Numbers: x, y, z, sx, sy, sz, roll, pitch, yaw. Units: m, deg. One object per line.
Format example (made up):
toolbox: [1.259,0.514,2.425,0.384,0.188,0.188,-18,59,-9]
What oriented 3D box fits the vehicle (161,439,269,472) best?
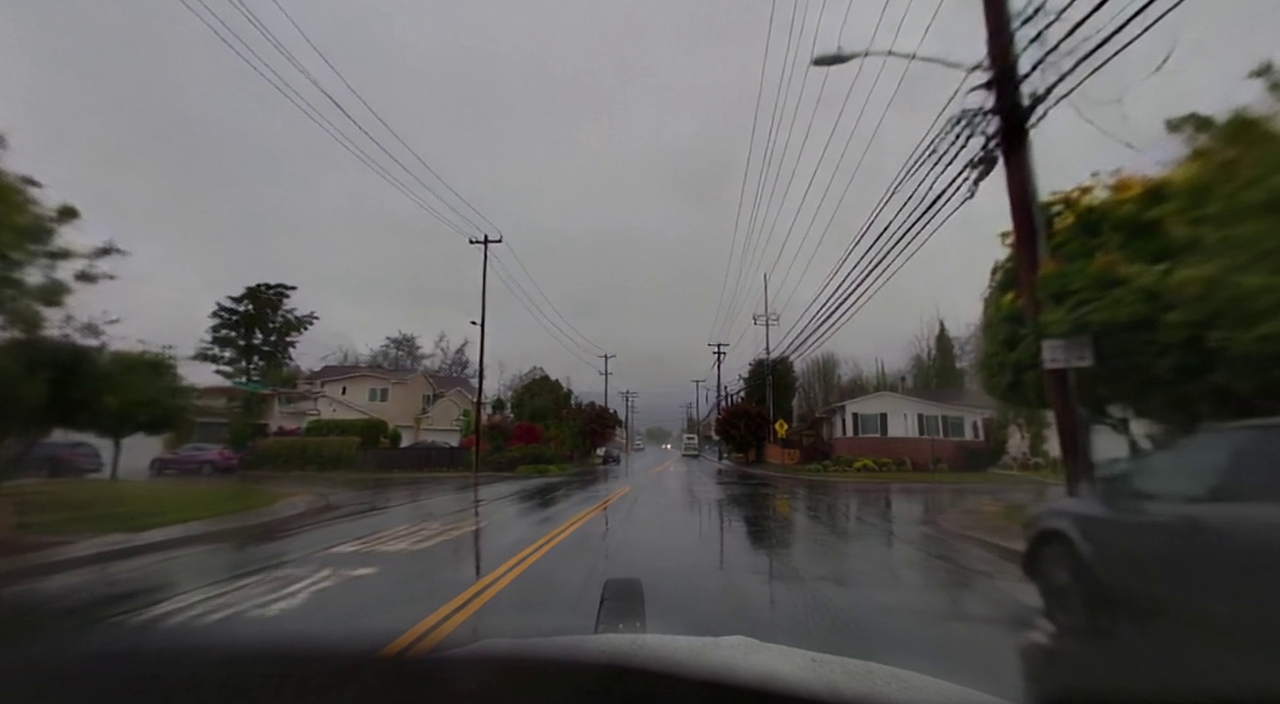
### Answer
vehicle: [-21.077,5.139,31.424,3.918,1.577,1.972,0,-8,1]

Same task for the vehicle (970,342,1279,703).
vehicle: [3.852,0.954,3.191,2.070,1.847,4.457,0,-8,2]
